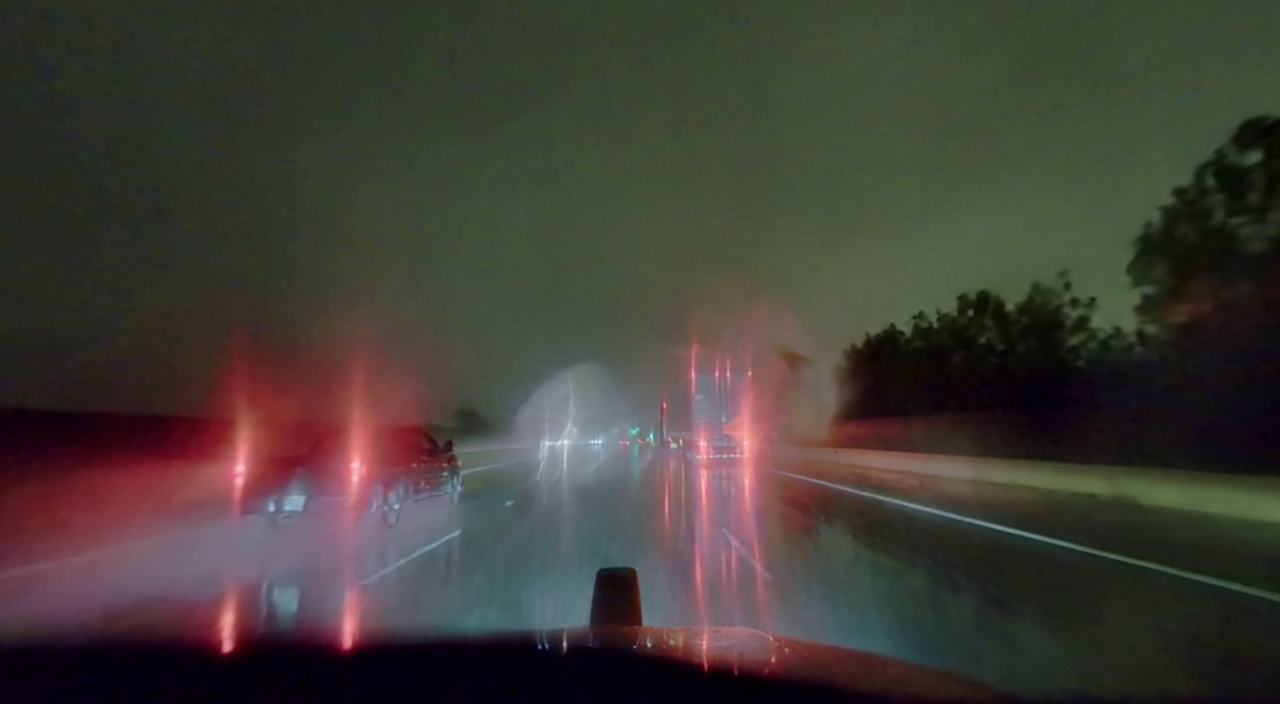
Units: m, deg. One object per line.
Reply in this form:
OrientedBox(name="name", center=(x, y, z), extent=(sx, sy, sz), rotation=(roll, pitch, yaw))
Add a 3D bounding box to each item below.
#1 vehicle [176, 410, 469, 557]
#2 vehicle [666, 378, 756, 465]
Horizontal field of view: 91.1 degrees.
OrientedBox(name="vehicle", center=(-4.054, 1.729, 9.024), extent=(2.044, 1.604, 4.144), rotation=(0, -8, 0))
OrientedBox(name="vehicle", center=(3.762, 4.507, 39.026), extent=(3.144, 4.168, 17.594), rotation=(0, -8, -1))
